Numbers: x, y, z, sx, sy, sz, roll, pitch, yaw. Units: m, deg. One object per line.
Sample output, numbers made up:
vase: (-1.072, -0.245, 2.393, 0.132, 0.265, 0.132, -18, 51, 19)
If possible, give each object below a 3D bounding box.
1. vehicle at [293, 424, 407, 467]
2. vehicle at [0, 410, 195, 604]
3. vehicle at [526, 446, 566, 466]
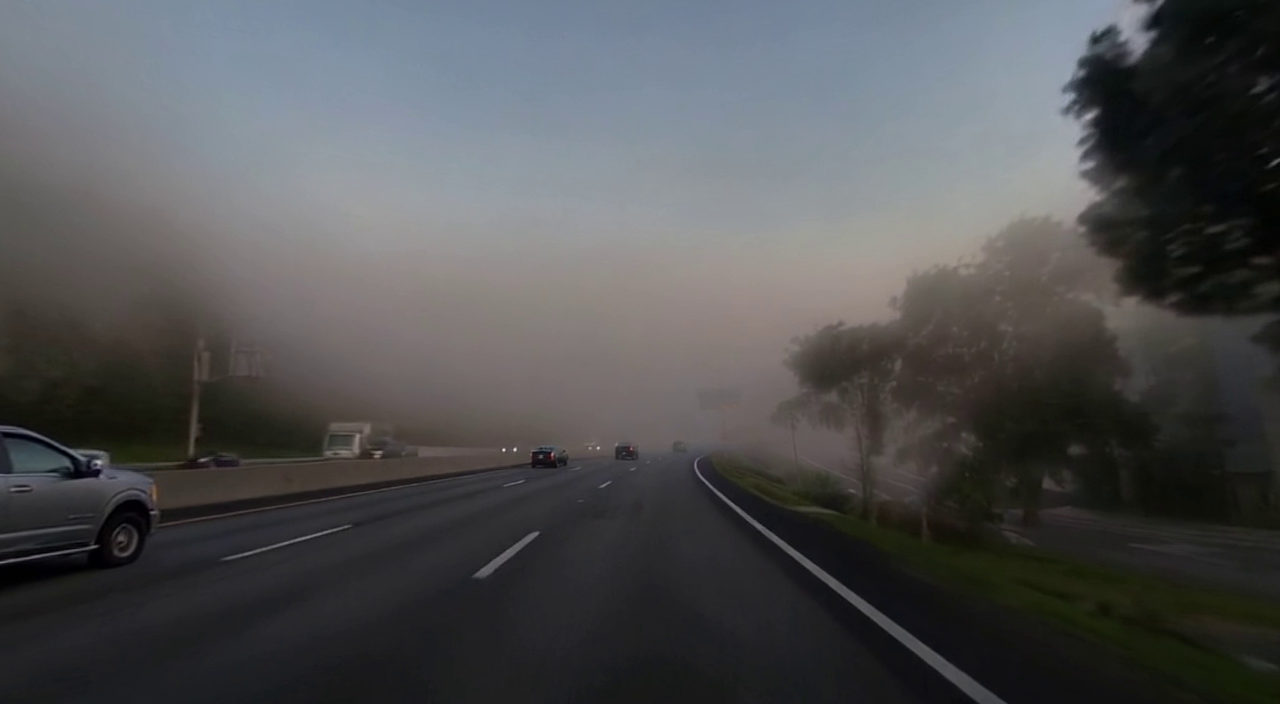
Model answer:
vehicle: (-21.415, 7.073, 47.487, 3.305, 2.889, 9.715, -1, -9, 4)
vehicle: (-6.393, 1.289, 5.142, 1.923, 1.630, 4.857, 0, -9, 1)
vehicle: (-7.338, 8.188, 49.774, 2.038, 1.494, 4.729, -1, -9, 6)
